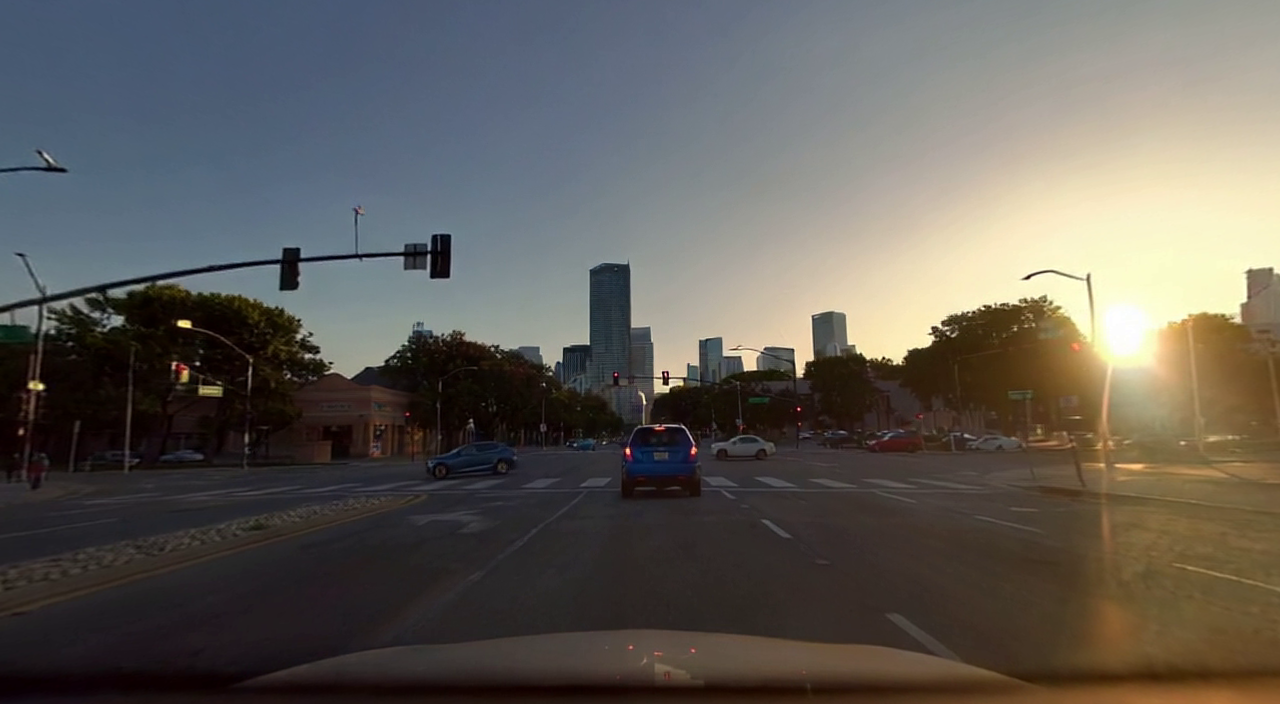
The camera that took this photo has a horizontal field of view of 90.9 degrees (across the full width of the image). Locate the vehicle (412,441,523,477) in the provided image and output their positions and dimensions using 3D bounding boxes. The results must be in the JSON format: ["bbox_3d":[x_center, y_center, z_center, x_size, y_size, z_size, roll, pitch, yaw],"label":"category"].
[{"bbox_3d":[-7.801,4.848,28.974,2.013,1.486,4.705,-6,-10,34],"label":"vehicle"}]

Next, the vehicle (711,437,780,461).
[{"bbox_3d":[6.597,6.079,39.639,3.963,1.480,1.774,1,-8,-7],"label":"vehicle"}]

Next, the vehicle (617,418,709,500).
[{"bbox_3d":[0.526,2.646,15.915,1.994,1.759,4.186,0,-8,1],"label":"vehicle"}]
